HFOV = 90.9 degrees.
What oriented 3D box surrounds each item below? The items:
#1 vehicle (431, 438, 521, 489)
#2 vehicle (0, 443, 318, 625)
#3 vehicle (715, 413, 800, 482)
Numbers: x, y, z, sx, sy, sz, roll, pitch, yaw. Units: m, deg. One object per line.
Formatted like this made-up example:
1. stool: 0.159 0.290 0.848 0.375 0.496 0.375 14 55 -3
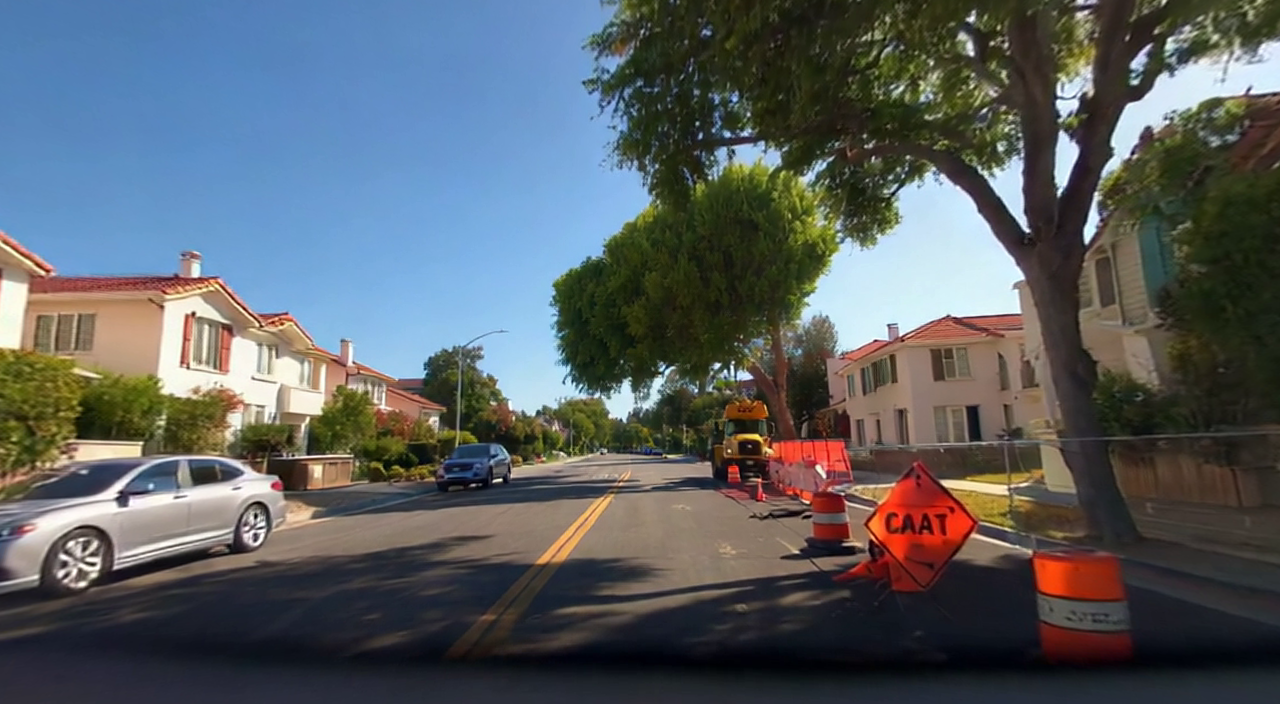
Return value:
1. vehicle: -6.368 4.357 25.179 2.220 1.765 4.799 0 -7 1
2. vehicle: -6.455 1.996 8.149 1.974 1.479 4.888 0 -7 1
3. vehicle: 4.723 3.890 25.925 2.501 2.613 3.505 1 -8 -6
